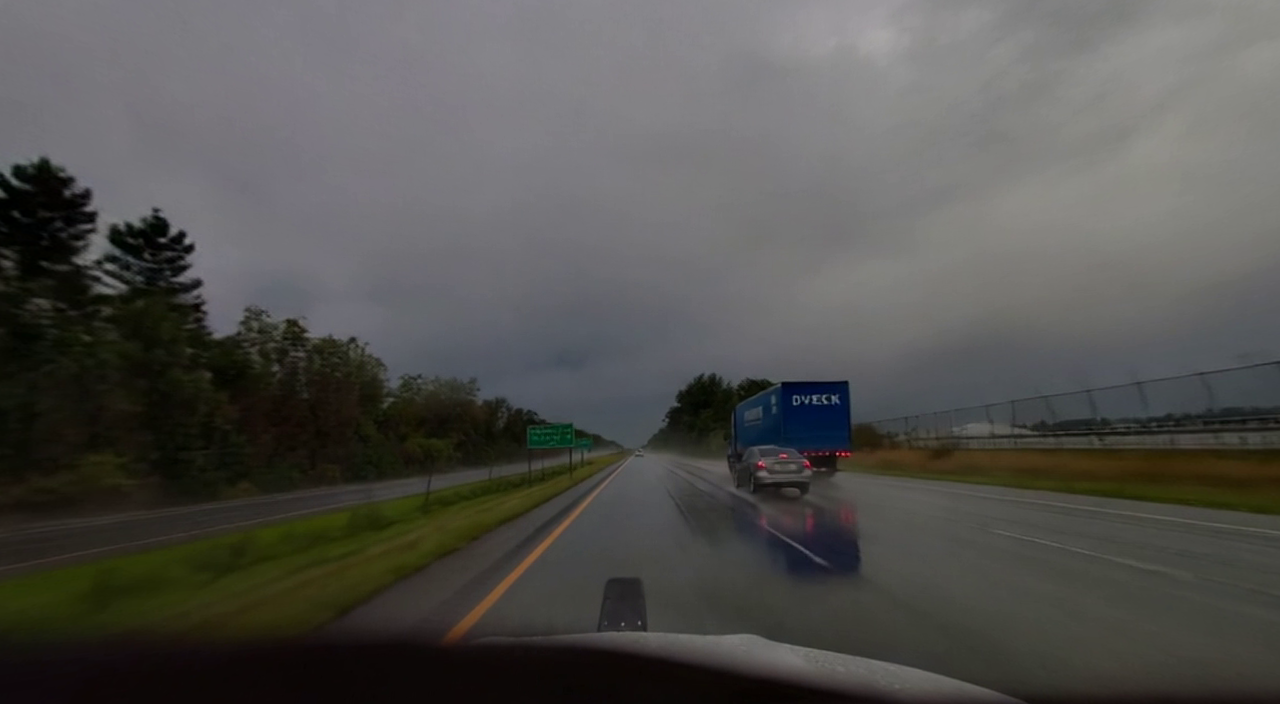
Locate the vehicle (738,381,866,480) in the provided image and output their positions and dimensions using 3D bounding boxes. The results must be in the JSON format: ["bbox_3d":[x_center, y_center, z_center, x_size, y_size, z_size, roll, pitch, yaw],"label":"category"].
[{"bbox_3d":[7.994,4.426,34.000,3.088,4.217,14.033,0,-9,0],"label":"vehicle"}]

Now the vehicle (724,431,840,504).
[{"bbox_3d":[3.711,3.113,17.333,2.093,1.742,4.167,0,-9,-1],"label":"vehicle"}]
